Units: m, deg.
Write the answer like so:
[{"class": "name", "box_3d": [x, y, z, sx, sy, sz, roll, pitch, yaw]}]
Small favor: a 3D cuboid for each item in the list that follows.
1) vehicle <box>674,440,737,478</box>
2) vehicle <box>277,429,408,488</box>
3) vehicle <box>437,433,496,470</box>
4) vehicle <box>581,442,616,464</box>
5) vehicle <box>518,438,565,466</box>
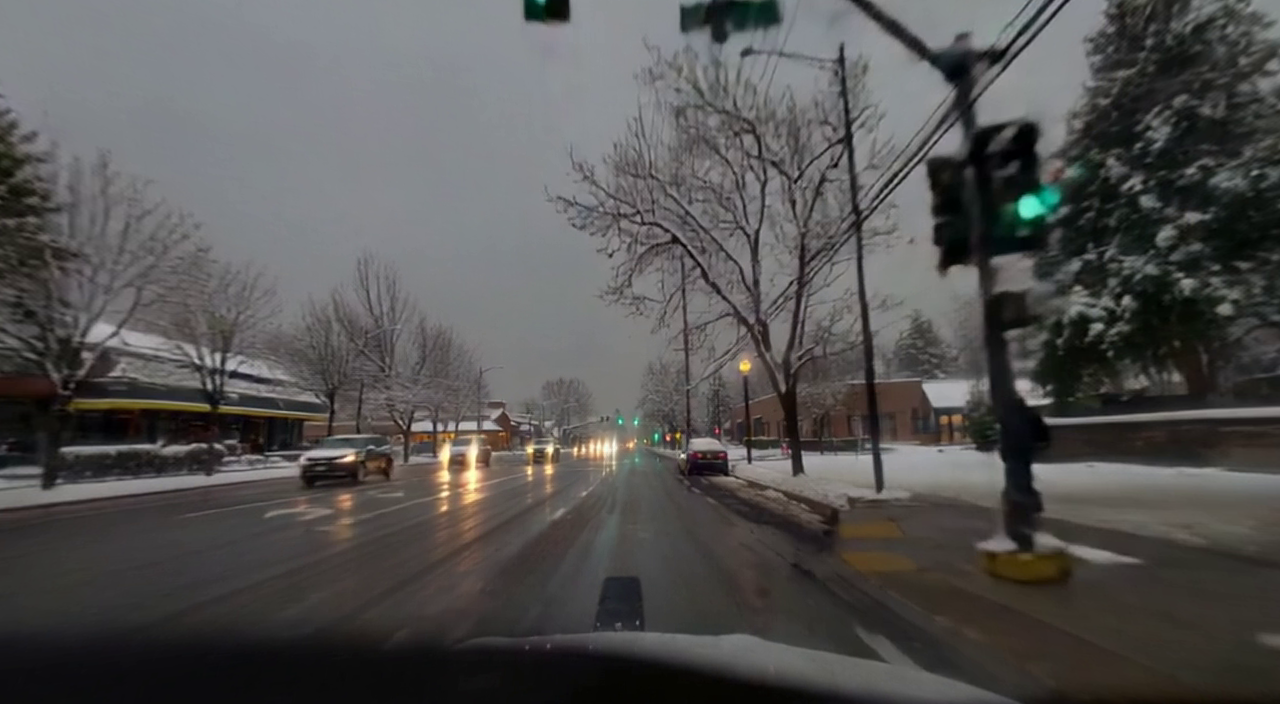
[{"class": "vehicle", "box_3d": [2.714, 4.583, 27.301, 2.034, 1.491, 4.618, 1, -8, -3]}, {"class": "vehicle", "box_3d": [-10.221, 3.701, 22.261, 2.116, 1.817, 4.964, 0, -8, 1]}, {"class": "vehicle", "box_3d": [-10.234, 5.886, 37.594, 2.088, 2.031, 4.616, 0, -8, 1]}, {"class": "vehicle", "box_3d": [-2.932, 7.259, 45.557, 2.122, 1.469, 4.388, 0, -8, 1]}, {"class": "vehicle", "box_3d": [-6.690, 6.875, 43.669, 2.371, 1.800, 4.987, 0, -8, 1]}]
